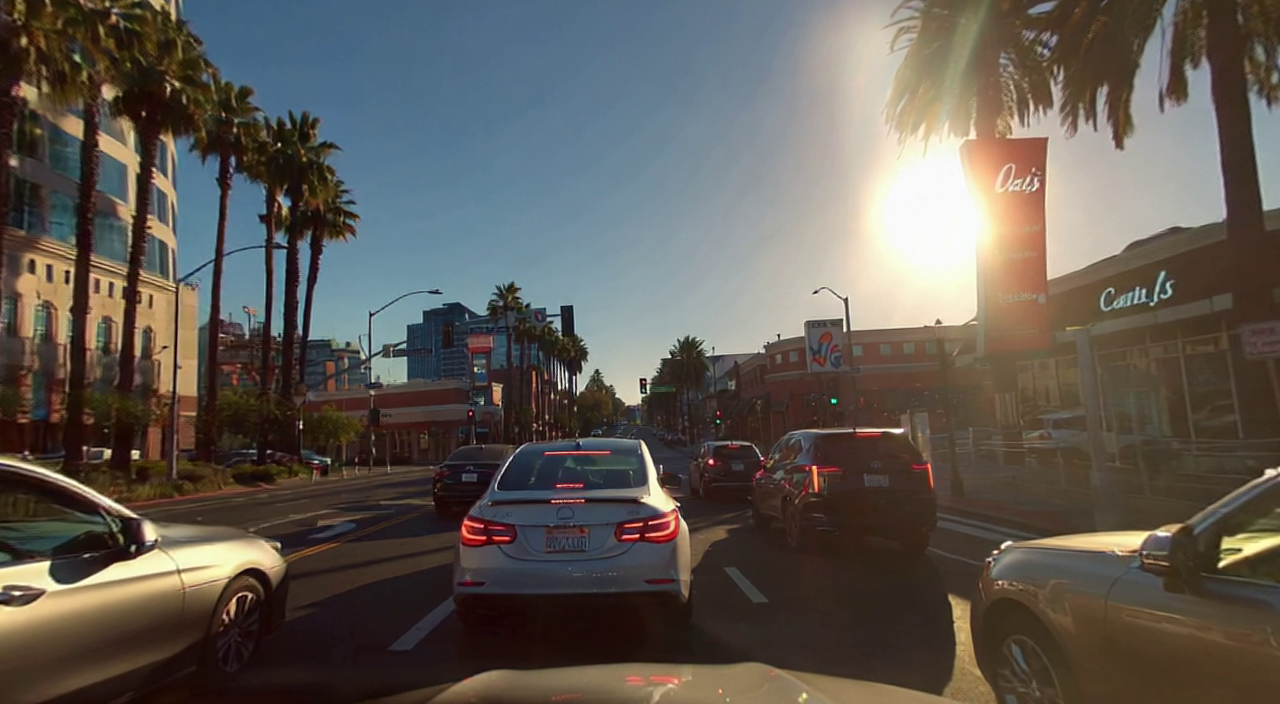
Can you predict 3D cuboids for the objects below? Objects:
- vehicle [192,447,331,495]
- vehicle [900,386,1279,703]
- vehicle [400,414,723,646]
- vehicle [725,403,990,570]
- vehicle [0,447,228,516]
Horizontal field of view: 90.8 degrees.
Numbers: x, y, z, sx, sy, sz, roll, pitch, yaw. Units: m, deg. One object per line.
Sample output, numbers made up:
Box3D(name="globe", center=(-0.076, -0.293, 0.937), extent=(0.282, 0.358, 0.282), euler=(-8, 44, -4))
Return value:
Box3D(name="vehicle", center=(-12.853, 4.025, 21.878), extent=(1.856, 1.455, 4.700), euler=(0, -9, 0))
Box3D(name="vehicle", center=(2.626, 0.812, 1.479), extent=(2.085, 1.469, 4.458), euler=(0, -9, -1))
Box3D(name="vehicle", center=(-0.517, 1.467, 6.222), extent=(2.096, 1.492, 4.071), euler=(0, -9, 0))
Box3D(name="vehicle", center=(2.637, 1.772, 9.067), extent=(2.096, 1.775, 4.440), euler=(0, -9, -2))
Box3D(name="vehicle", center=(-12.849, 3.137, 15.920), extent=(1.870, 1.475, 4.531), euler=(0, -9, 0))
